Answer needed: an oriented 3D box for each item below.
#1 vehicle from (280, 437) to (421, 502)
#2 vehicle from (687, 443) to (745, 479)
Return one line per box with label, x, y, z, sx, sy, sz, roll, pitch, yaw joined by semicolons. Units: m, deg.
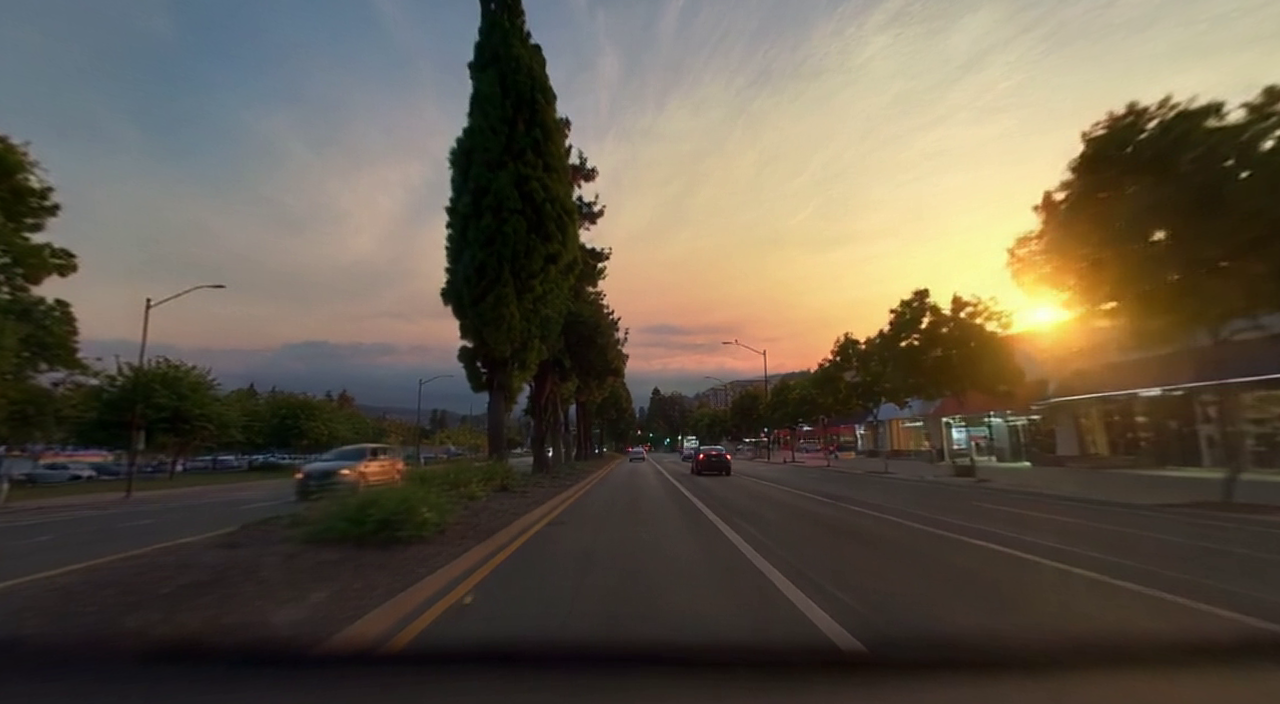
vehicle;-8.623;3.535;19.412;2.157;1.720;4.563;0;-9;0
vehicle;3.336;4.921;28.691;1.983;1.482;4.463;0;-9;-1
